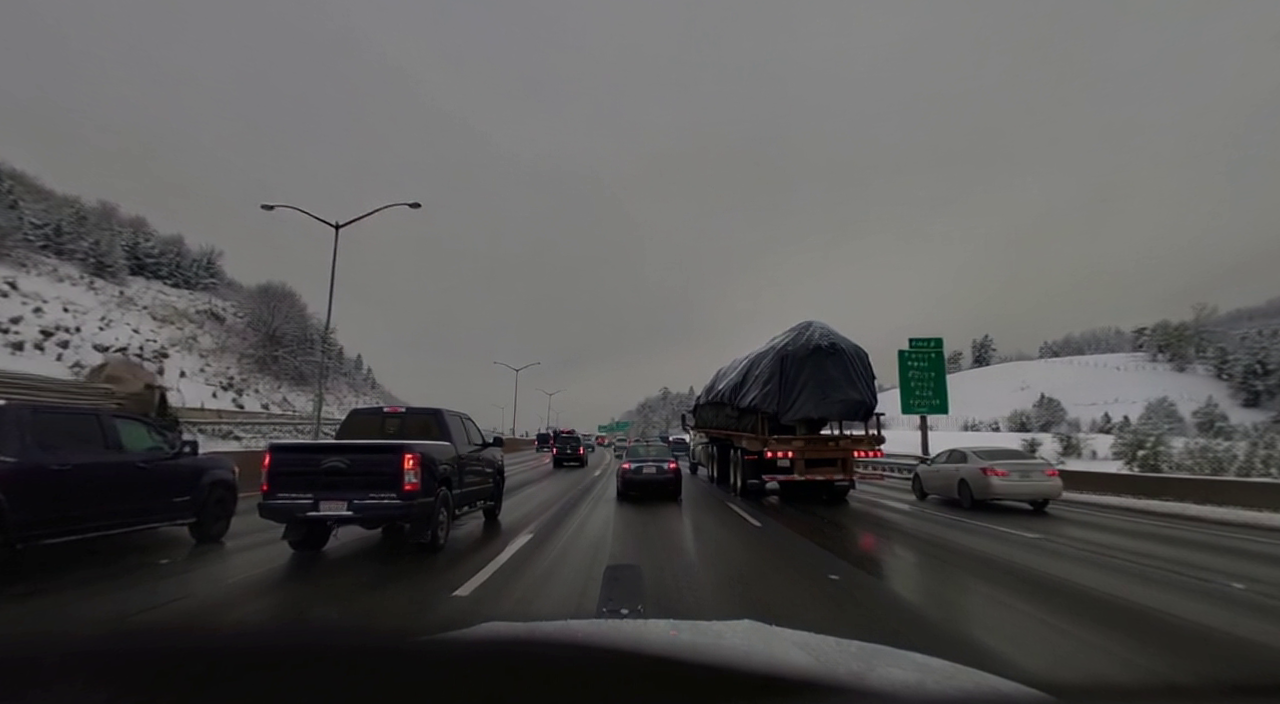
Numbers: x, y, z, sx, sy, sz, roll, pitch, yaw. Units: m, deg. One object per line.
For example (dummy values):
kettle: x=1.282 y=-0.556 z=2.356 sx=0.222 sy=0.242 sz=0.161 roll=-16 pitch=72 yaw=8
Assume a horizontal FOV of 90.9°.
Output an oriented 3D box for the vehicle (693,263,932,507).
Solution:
vehicle: x=3.293 y=1.297 z=15.944 sx=2.759 sy=4.098 sz=10.906 roll=0 pitch=-8 yaw=-1

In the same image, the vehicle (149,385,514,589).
vehicle: x=-3.427 y=1.647 z=8.668 sx=2.318 sy=1.902 sz=5.374 roll=0 pitch=-8 yaw=0

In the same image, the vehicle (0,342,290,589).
vehicle: x=-7.607 y=1.248 z=7.173 sx=3.150 sy=2.303 sz=7.133 roll=0 pitch=-8 yaw=0

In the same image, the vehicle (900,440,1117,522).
vehicle: x=7.726 y=2.705 z=13.856 sx=2.092 sy=1.495 sz=4.194 roll=0 pitch=-8 yaw=-3

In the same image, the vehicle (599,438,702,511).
vehicle: x=0.159 y=2.797 z=14.928 sx=2.105 sy=1.471 sz=3.978 roll=0 pitch=-8 yaw=-2

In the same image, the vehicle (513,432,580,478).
vehicle: x=-3.973 y=4.491 z=27.791 sx=2.348 sy=1.821 sz=5.061 roll=0 pitch=-8 yaw=-2
